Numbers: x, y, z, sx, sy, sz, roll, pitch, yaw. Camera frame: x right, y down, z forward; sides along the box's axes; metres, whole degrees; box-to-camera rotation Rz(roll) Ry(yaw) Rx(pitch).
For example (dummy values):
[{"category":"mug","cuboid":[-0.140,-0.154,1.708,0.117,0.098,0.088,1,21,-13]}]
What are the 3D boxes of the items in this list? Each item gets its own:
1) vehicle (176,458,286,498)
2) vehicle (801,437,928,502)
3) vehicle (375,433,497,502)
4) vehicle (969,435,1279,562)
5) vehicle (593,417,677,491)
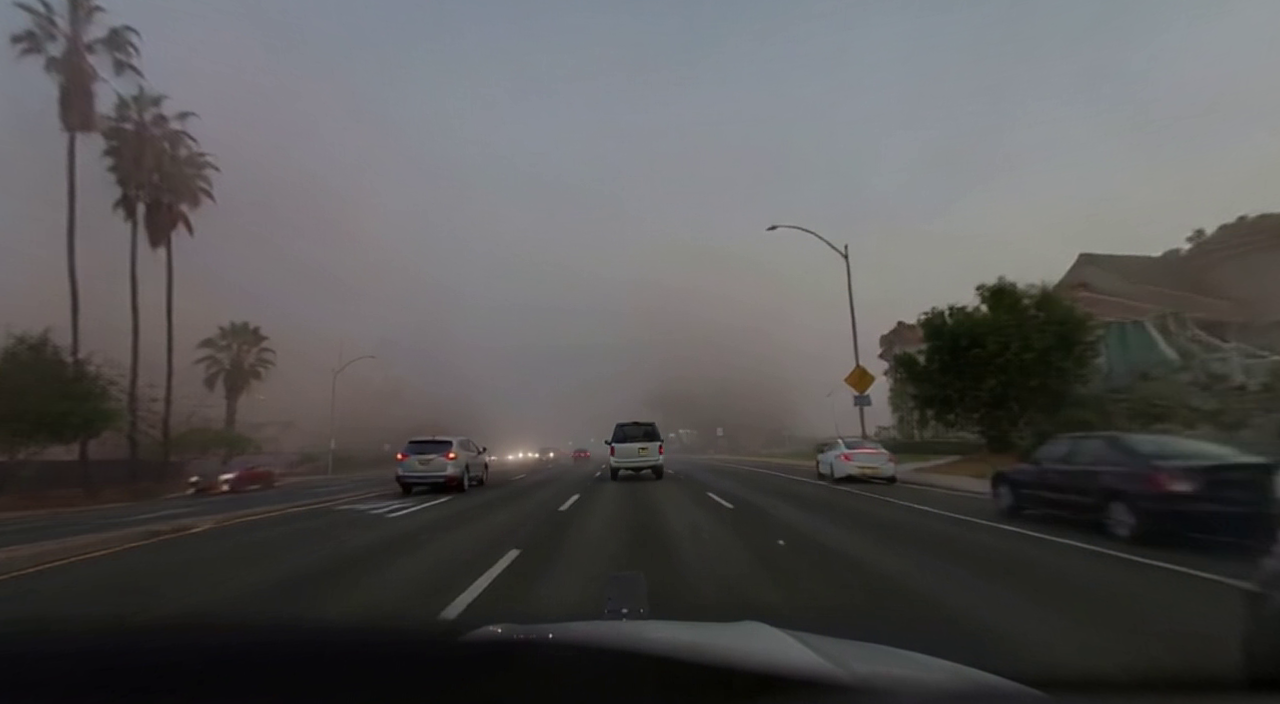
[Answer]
[{"category":"vehicle","cuboid":[-17.913,5.508,27.811,1.994,1.524,4.698,1,-9,-4]},{"category":"vehicle","cuboid":[5.571,2.957,16.330,2.178,1.411,4.732,-1,-9,8]},{"category":"vehicle","cuboid":[-5.578,3.226,17.945,2.235,1.682,4.662,1,-9,-4]},{"category":"vehicle","cuboid":[7.071,1.993,9.439,1.871,1.434,4.437,0,-8,0]},{"category":"vehicle","cuboid":[-0.350,3.487,21.780,2.507,2.161,6.049,1,-9,-4]}]
